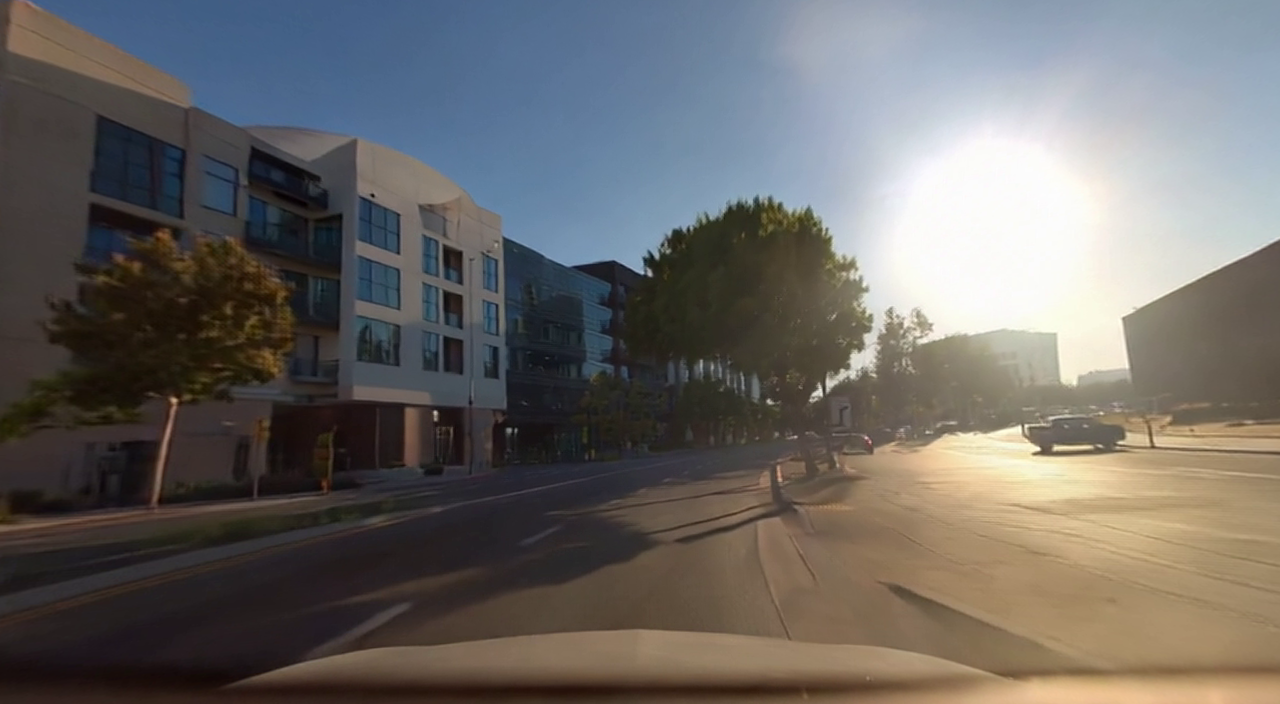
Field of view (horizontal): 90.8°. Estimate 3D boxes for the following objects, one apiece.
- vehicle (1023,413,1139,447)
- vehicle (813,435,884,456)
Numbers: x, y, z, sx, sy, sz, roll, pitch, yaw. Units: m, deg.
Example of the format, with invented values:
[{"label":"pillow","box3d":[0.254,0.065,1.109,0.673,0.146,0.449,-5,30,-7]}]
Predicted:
[{"label":"vehicle","box3d":[24.159,4.340,34.709,4.871,1.757,2.014,-8,-11,42]},{"label":"vehicle","box3d":[14.005,6.276,42.476,4.218,1.385,1.830,3,-9,-19]}]
